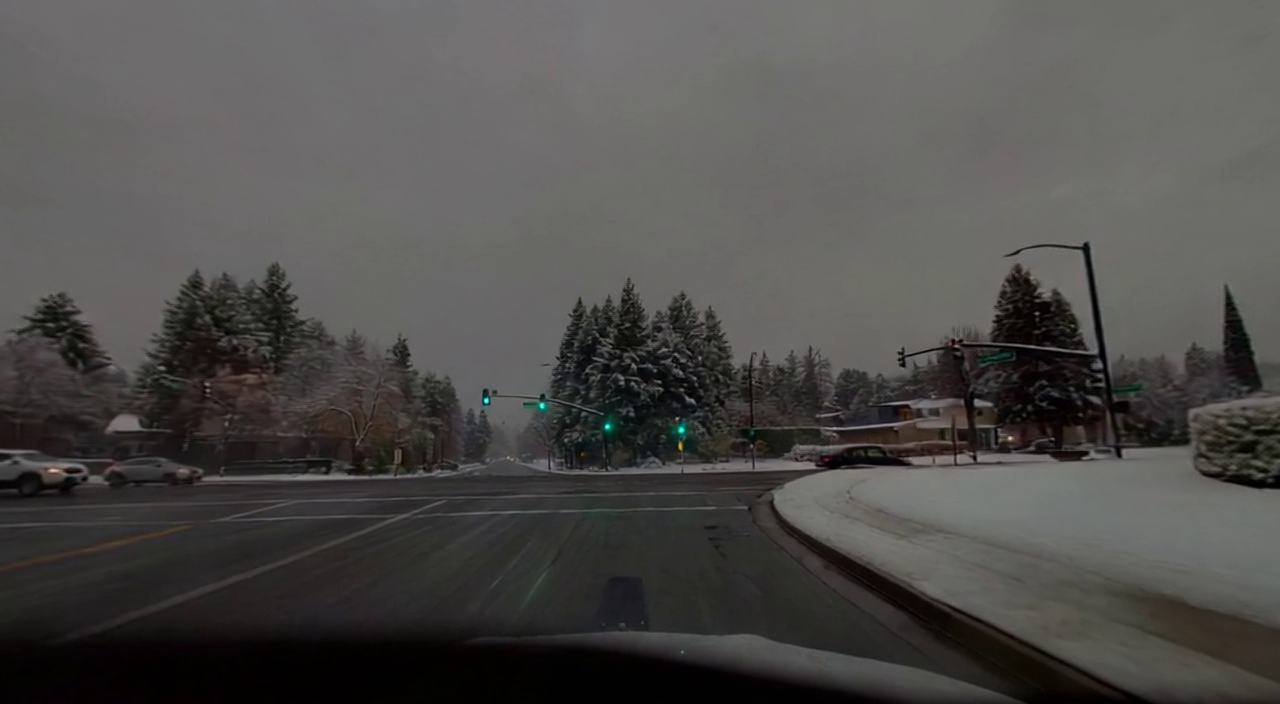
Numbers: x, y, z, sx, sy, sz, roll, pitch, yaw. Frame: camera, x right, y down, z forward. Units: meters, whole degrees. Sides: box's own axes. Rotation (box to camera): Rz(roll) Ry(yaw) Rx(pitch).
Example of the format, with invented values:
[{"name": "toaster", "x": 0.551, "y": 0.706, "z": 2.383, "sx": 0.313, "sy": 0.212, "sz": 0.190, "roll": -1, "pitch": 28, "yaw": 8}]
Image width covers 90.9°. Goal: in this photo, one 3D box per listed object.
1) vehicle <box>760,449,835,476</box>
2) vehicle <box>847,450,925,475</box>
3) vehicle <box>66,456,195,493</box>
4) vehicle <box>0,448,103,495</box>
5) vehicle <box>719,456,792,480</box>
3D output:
[{"name": "vehicle", "x": 9.768, "y": 6.838, "z": 39.304, "sx": 4.106, "sy": 1.583, "sz": 1.806, "roll": 1, "pitch": -9, "yaw": -9}, {"name": "vehicle", "x": 17.178, "y": 7.736, "z": 44.131, "sx": 4.626, "sy": 1.608, "sz": 1.911, "roll": 1, "pitch": -9, "yaw": -8}, {"name": "vehicle", "x": -26.000, "y": 6.262, "z": 32.320, "sx": 4.664, "sy": 1.728, "sz": 1.959, "roll": 1, "pitch": -9, "yaw": -6}, {"name": "vehicle", "x": -25.149, "y": 4.722, "z": 25.147, "sx": 5.107, "sy": 1.749, "sz": 2.254, "roll": 0, "pitch": -9, "yaw": -6}, {"name": "vehicle", "x": 7.783, "y": 7.814, "z": 42.601, "sx": 4.510, "sy": 1.461, "sz": 1.828, "roll": 1, "pitch": -9, "yaw": -8}]
